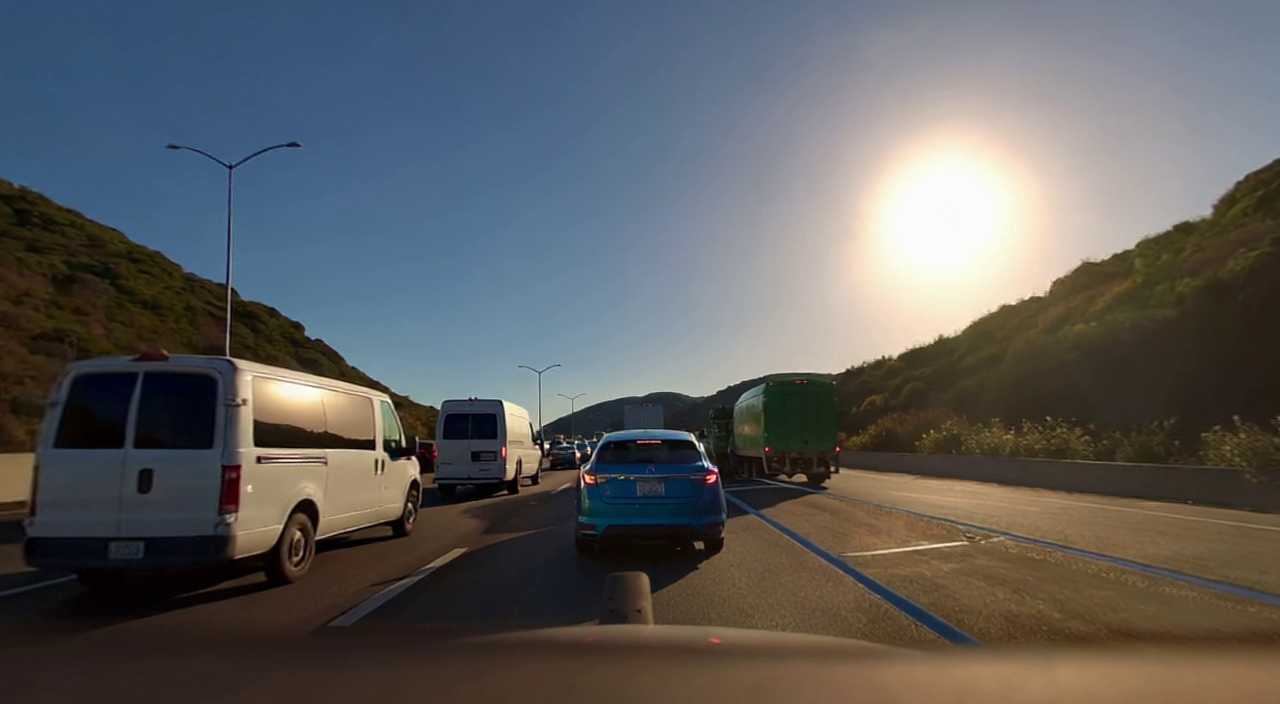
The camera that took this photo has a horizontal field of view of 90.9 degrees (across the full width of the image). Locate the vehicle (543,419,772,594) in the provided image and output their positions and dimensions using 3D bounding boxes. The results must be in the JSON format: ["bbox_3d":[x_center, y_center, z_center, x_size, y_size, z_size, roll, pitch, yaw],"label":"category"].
[{"bbox_3d":[0.104,1.645,7.552,2.003,1.499,3.930,0,-8,-1],"label":"vehicle"}]

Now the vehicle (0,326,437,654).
[{"bbox_3d":[-4.219,1.259,6.798,2.195,2.086,5.445,0,-8,0],"label":"vehicle"}]

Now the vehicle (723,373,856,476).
[{"bbox_3d":[6.361,3.532,29.427,2.977,3.878,11.111,0,-8,-3],"label":"vehicle"}]

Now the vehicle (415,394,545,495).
[{"bbox_3d":[-4.482,2.763,18.876,2.300,2.522,5.701,0,-8,1],"label":"vehicle"}]
